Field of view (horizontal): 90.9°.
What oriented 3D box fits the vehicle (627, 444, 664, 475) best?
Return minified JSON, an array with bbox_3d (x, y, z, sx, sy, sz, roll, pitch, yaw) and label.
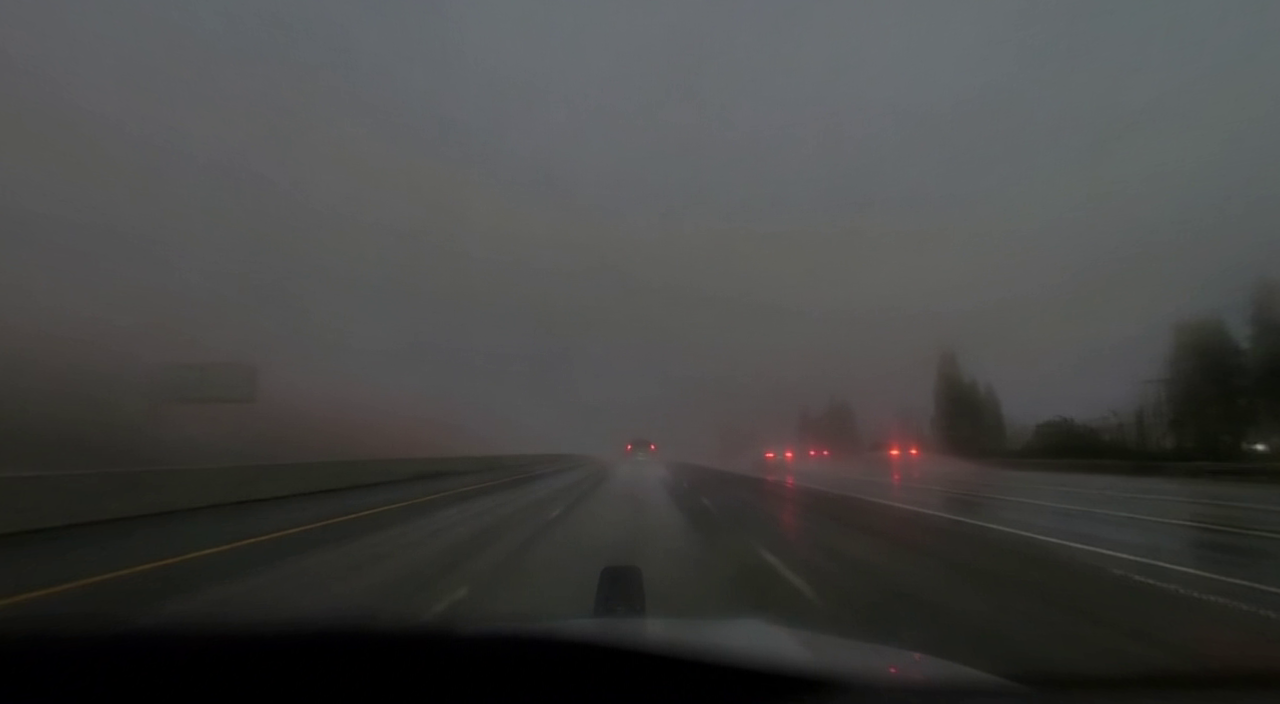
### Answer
[{"bbox_3d":[0.301,6.171,36.206,2.015,1.639,4.086,0,-9,0],"label":"vehicle"}]
